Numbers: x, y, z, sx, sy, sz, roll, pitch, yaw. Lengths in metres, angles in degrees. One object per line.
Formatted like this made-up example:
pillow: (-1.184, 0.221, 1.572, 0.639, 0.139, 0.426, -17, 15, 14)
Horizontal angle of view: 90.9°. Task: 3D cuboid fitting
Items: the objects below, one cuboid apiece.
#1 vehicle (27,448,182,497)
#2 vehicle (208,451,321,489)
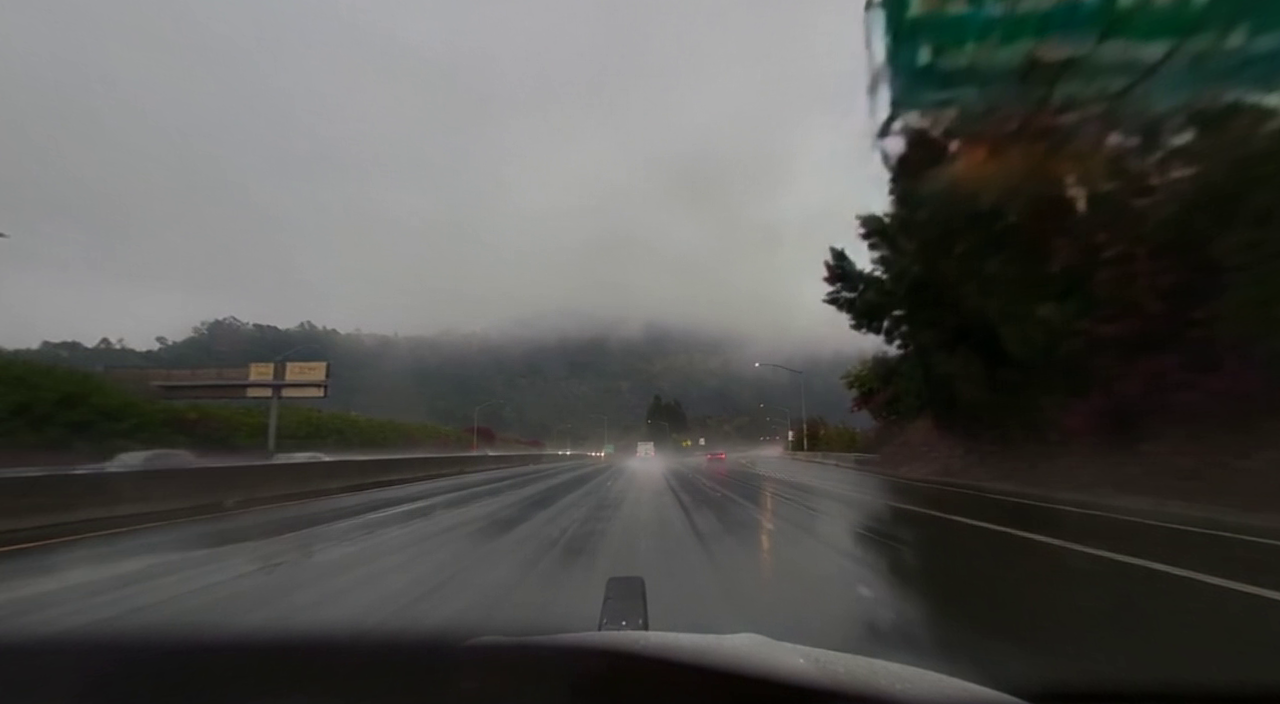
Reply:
vehicle: (-20.550, 4.599, 24.515, 2.034, 1.668, 4.457, 0, -8, 1)
vehicle: (-17.019, 5.348, 28.949, 2.182, 1.522, 4.761, 0, -8, 1)
